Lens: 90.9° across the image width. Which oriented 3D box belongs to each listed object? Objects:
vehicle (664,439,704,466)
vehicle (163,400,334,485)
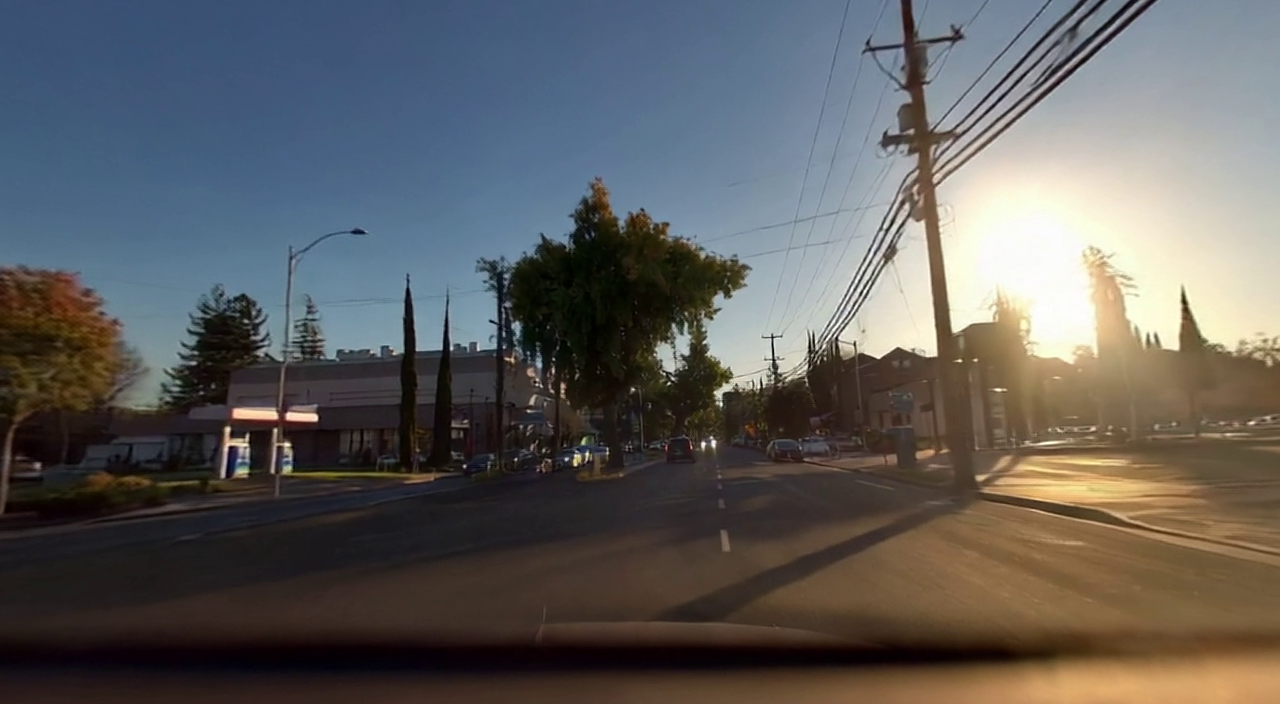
[{"bbox_3d":[2.696,5.996,37.806,2.073,1.525,3.968,-2,-8,8],"label":"vehicle"},{"bbox_3d":[-18.646,4.443,30.901,2.923,3.546,7.640,-2,-8,5],"label":"vehicle"}]
